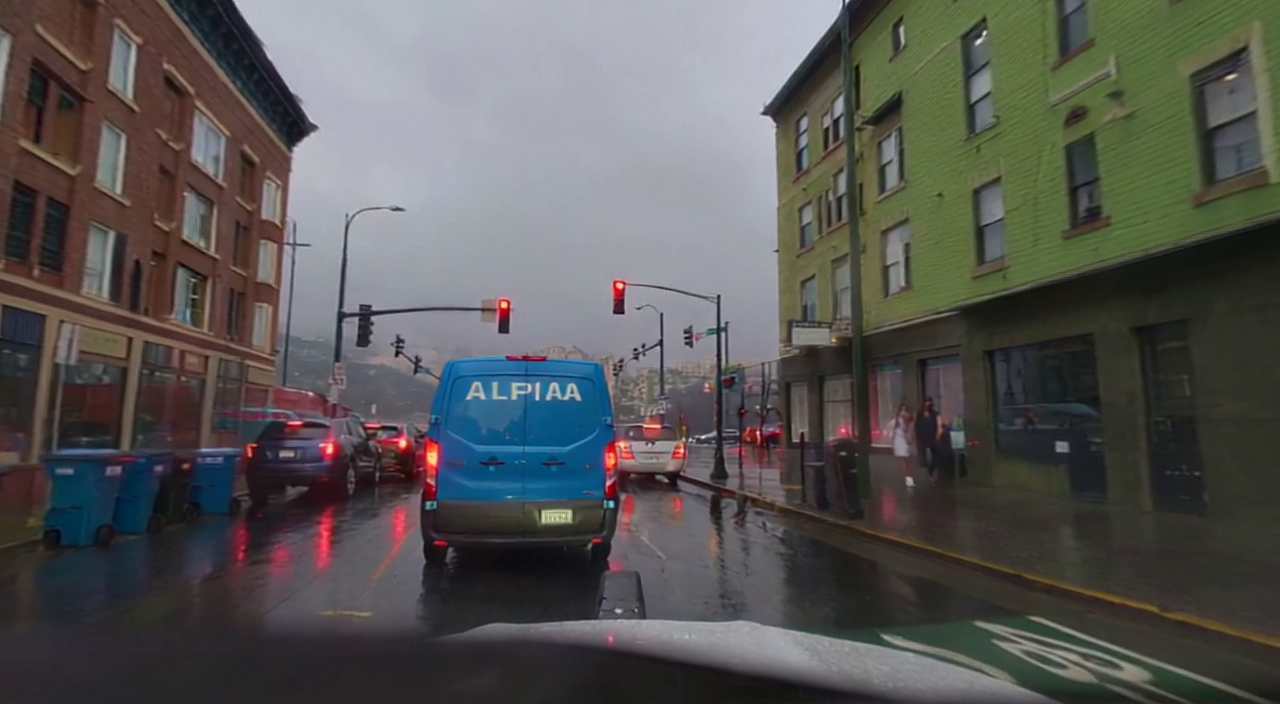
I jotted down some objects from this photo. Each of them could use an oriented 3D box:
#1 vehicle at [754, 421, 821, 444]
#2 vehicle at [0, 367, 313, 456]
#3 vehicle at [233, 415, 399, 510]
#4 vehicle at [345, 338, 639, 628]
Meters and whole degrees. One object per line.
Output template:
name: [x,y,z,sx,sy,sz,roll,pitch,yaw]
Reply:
vehicle: [9.690,5.336,41.540,3.885,1.449,1.757,2,-8,-14]
vehicle: [-19.401,2.497,25.204,10.606,3.178,3.014,2,-8,-14]
vehicle: [-5.753,1.966,11.684,1.841,1.461,3.426,2,-8,-12]
vehicle: [-1.408,1.159,6.498,1.951,1.907,4.266,2,-8,-12]
